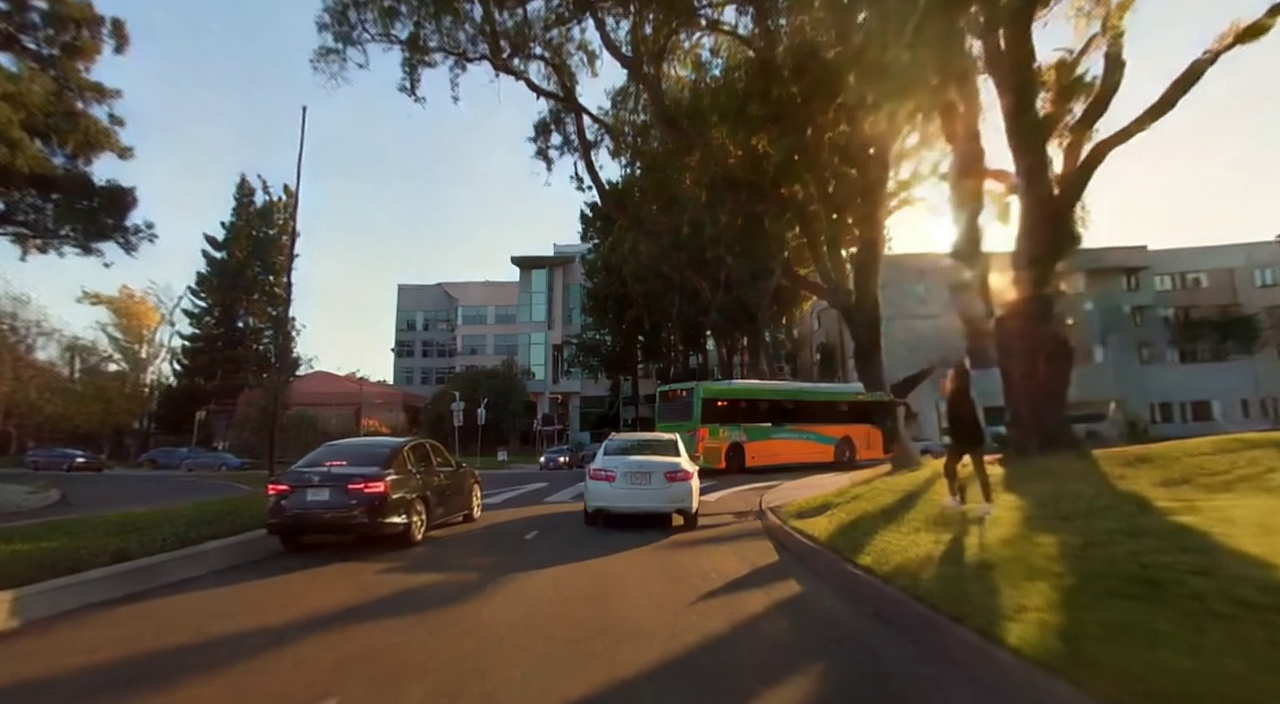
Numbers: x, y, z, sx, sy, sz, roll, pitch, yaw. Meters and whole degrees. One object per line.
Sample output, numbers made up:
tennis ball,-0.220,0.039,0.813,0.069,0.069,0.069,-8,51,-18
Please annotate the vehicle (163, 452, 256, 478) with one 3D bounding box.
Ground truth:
vehicle,-26.134,6.871,38.429,4.403,1.422,1.697,4,-9,-26

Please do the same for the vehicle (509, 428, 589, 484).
vehicle,-3.077,3.650,22.392,2.017,1.761,4.572,-1,-8,2

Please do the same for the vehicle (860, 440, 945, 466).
vehicle,15.630,6.020,37.577,4.422,1.457,1.882,-6,-10,29

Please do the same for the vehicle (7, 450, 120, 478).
vehicle,-32.136,6.237,35.339,4.473,1.442,1.743,7,-11,-39

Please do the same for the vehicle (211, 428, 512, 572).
vehicle,-3.404,1.885,8.920,1.953,1.480,4.522,-1,-8,4

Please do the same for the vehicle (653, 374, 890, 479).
vehicle,5.352,2.940,24.151,9.977,3.303,2.948,6,-10,-37

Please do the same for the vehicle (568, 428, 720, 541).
vehicle,0.091,2.055,10.368,2.020,1.478,3.922,0,-8,1
